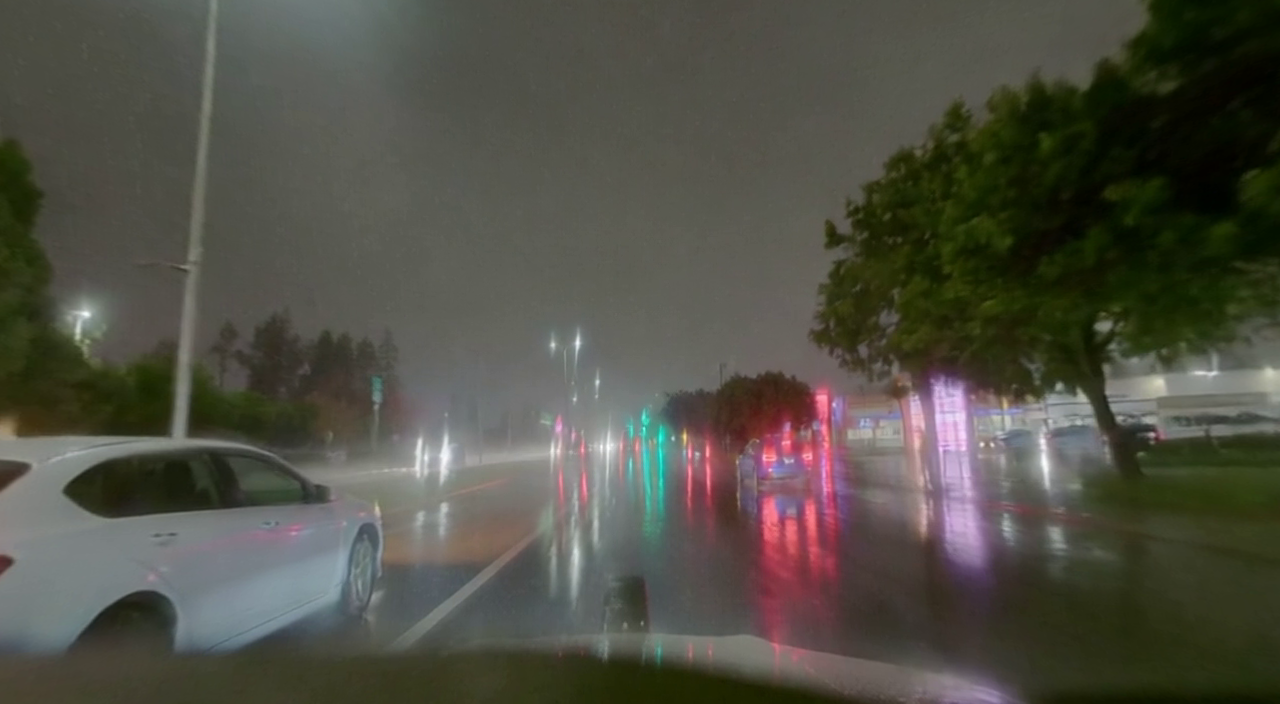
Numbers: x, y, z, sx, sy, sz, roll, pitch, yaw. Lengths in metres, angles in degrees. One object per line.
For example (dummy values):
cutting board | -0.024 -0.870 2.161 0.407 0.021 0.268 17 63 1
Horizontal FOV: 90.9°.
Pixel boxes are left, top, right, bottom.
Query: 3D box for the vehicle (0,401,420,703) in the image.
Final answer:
vehicle | -2.999 1.056 3.038 2.082 1.460 4.922 0 -8 0

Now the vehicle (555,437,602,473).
vehicle | -3.127 5.329 32.917 1.981 1.731 4.360 -1 -8 1

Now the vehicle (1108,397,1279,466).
vehicle | 20.285 2.698 21.688 2.705 2.011 7.332 -3 -8 1

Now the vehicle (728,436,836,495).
vehicle | 4.004 3.284 18.655 2.036 1.480 4.659 0 -8 -1
